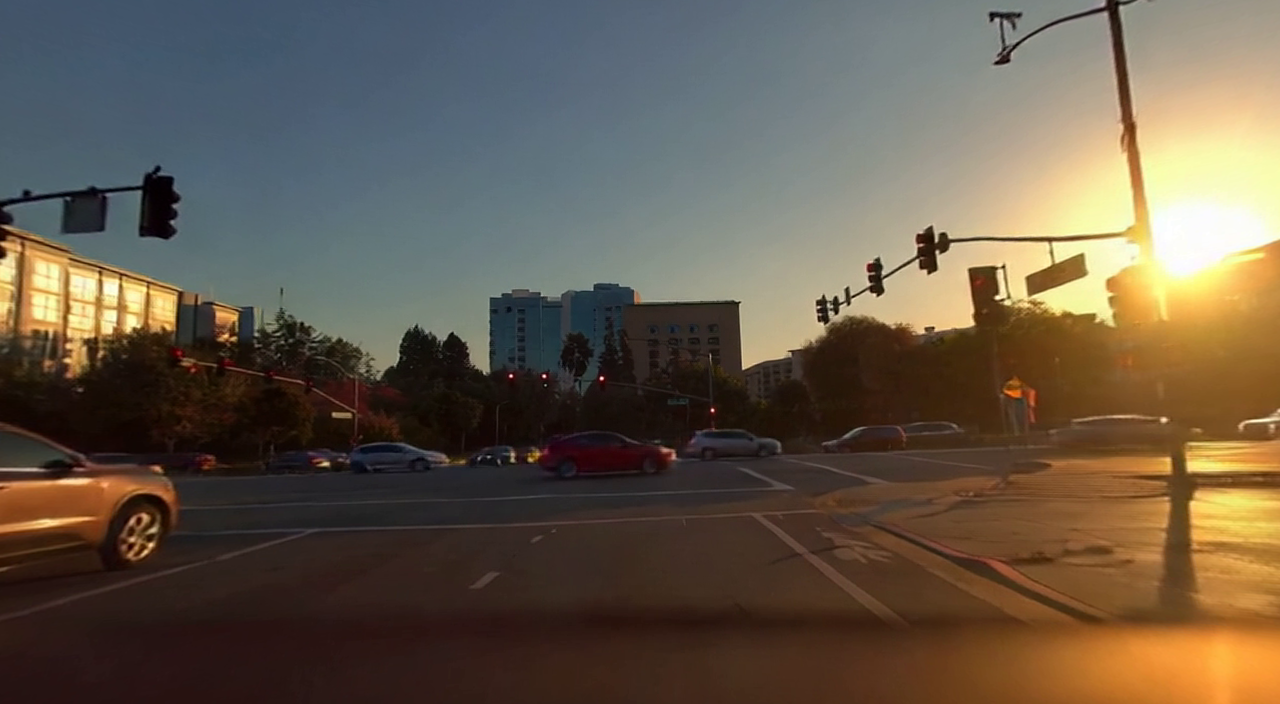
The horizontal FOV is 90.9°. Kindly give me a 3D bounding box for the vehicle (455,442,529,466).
[{"bbox_3d":[-11.048,7.628,47.127,4.939,1.770,2.001,-1,-9,6],"label":"vehicle"}]

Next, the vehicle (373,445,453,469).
[{"bbox_3d":[-14.442,6.680,40.220,4.459,1.477,1.754,-1,-9,6],"label":"vehicle"}]

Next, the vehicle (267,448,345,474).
[{"bbox_3d":[-23.554,7.670,44.508,4.466,1.767,1.839,-1,-9,6],"label":"vehicle"}]

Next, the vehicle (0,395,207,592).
[{"bbox_3d":[-6.407,1.232,5.506,1.785,1.678,4.729,0,-9,1],"label":"vehicle"}]

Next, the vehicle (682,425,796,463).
[{"bbox_3d":[4.135,3.922,26.850,4.591,1.525,1.836,-1,-9,6],"label":"vehicle"}]

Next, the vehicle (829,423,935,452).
[{"bbox_3d":[12.904,4.630,33.865,4.906,1.485,1.857,-1,-9,7],"label":"vehicle"}]

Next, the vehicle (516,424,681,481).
[{"bbox_3d":[-1.214,3.150,19.789,4.865,1.663,1.962,-1,-9,6],"label":"vehicle"}]

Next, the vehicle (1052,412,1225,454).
[{"bbox_3d":[17.687,2.924,22.563,4.515,1.422,1.802,-1,-9,4],"label":"vehicle"}]
